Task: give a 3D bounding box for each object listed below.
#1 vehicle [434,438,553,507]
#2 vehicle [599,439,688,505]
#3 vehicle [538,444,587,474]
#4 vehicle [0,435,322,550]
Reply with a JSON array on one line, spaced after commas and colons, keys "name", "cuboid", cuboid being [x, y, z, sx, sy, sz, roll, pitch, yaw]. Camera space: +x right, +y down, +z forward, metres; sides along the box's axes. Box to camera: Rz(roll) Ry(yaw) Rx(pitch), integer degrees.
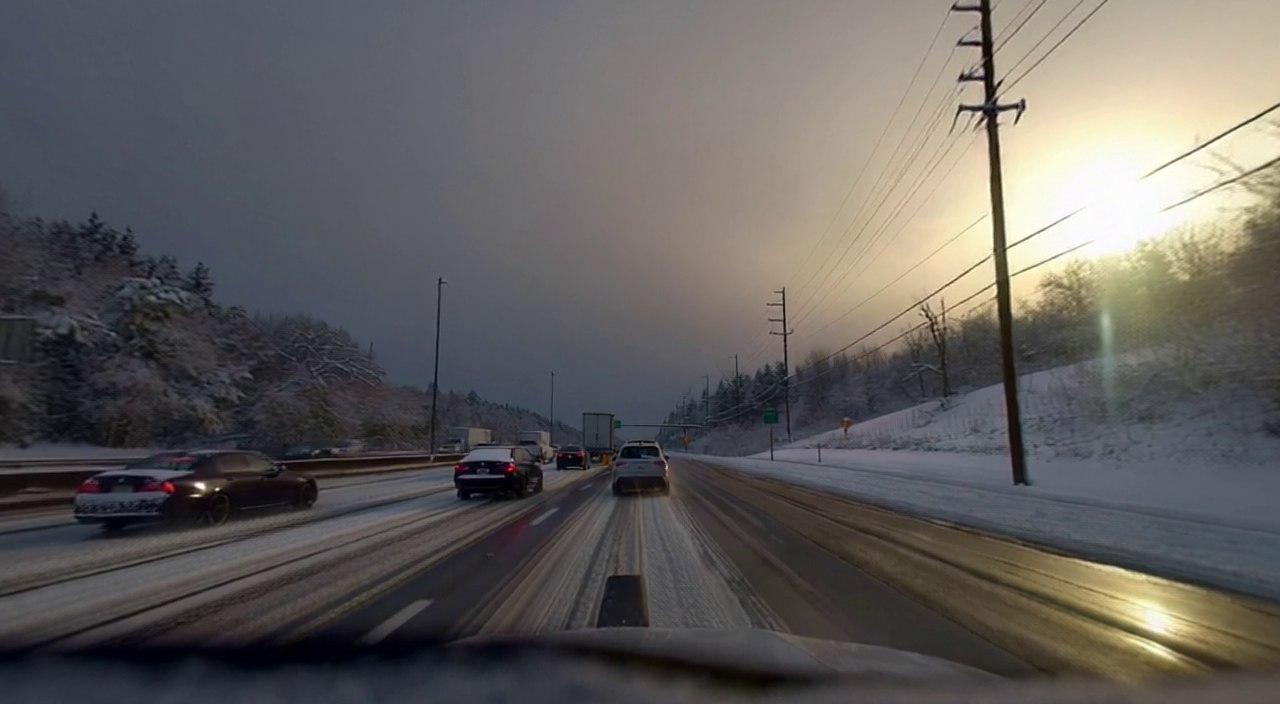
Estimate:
[{"name": "vehicle", "cuboid": [-3.469, 2.930, 15.750, 1.912, 1.464, 4.115, 0, -9, 1]}, {"name": "vehicle", "cuboid": [0.019, 3.044, 16.524, 2.018, 1.470, 4.491, 0, -9, -2]}, {"name": "vehicle", "cuboid": [-3.888, 5.452, 32.299, 2.013, 1.437, 3.801, 0, -9, 0]}, {"name": "vehicle", "cuboid": [-7.338, 2.125, 10.287, 1.867, 1.445, 4.499, 0, -9, 1]}]
